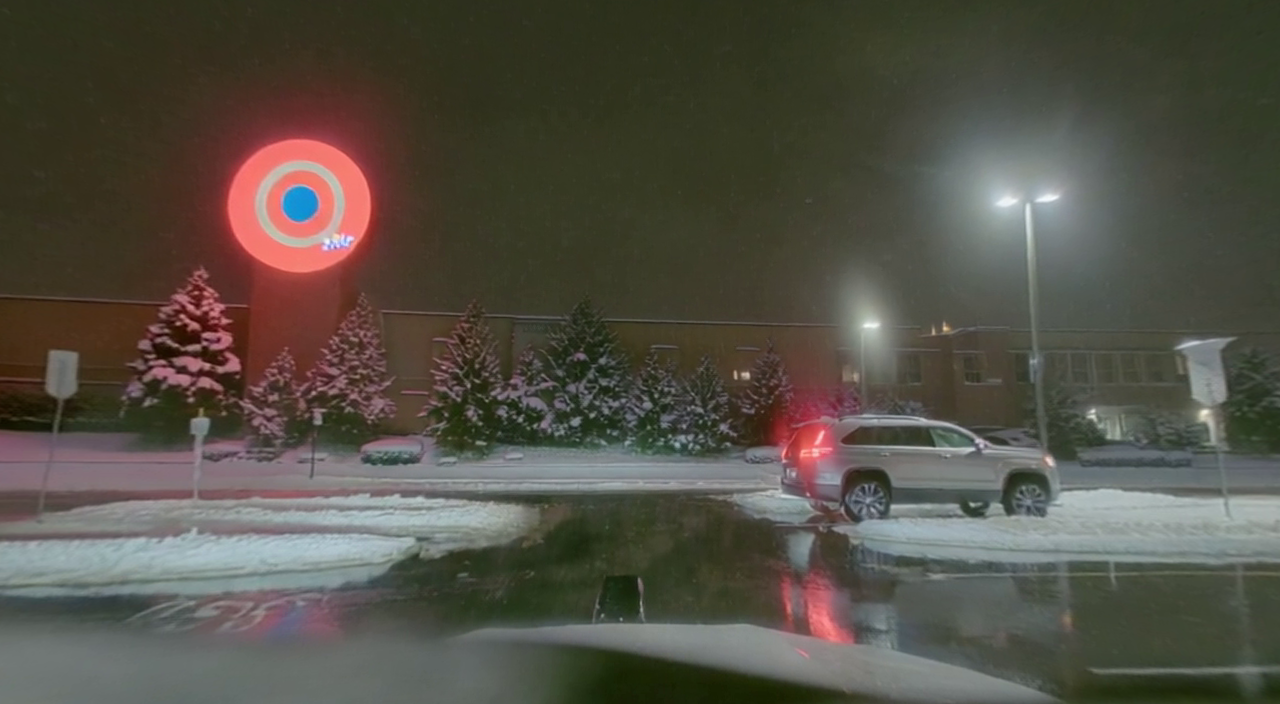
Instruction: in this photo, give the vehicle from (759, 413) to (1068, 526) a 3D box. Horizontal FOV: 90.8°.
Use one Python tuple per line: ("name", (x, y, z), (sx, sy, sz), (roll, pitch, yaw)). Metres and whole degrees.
("vehicle", (5.077, 2.220, 12.315), (4.864, 1.916, 2.413), (1, -8, -6))
